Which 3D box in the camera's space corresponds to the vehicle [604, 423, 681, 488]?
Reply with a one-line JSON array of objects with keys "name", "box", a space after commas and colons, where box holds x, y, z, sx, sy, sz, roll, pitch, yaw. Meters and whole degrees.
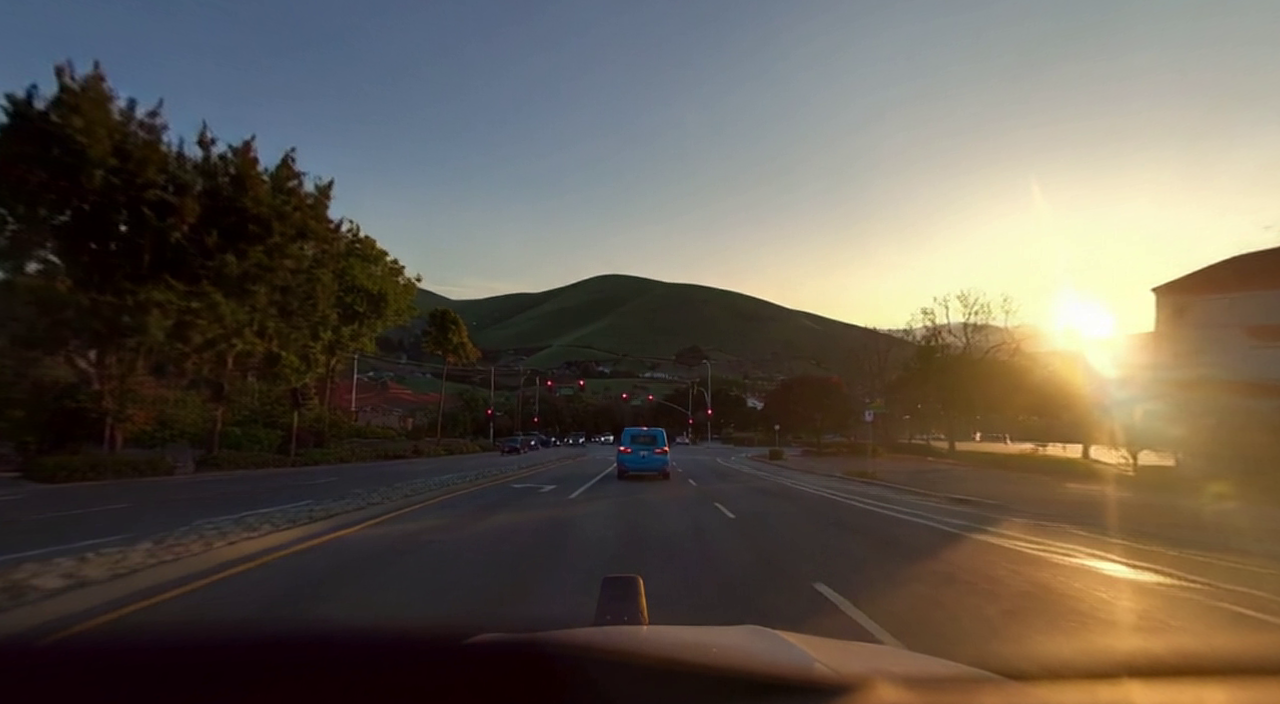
[{"name": "vehicle", "box": [0.089, 3.308, 20.345, 2.185, 1.822, 4.391, 0, -9, 0]}]
